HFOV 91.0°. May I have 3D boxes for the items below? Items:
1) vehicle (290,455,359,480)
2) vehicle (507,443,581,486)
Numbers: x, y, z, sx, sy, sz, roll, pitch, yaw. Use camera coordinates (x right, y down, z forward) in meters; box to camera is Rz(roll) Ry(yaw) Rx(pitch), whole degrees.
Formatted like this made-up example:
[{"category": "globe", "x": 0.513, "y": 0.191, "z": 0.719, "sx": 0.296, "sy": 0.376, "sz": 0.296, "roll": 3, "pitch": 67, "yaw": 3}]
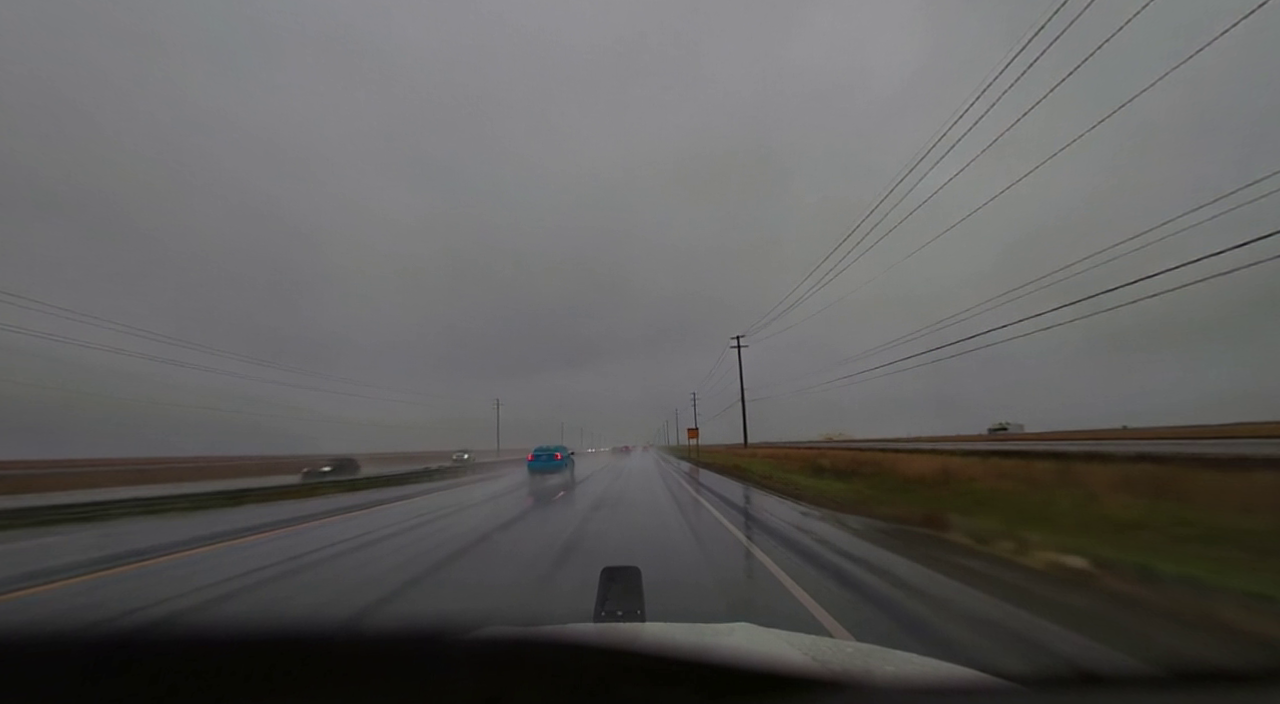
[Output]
[{"category": "vehicle", "x": -21.039, "y": 7.707, "z": 42.266, "sx": 1.942, "sy": 1.507, "sz": 4.968, "roll": 0, "pitch": -9, "yaw": 1}, {"category": "vehicle", "x": -3.647, "y": 4.363, "z": 24.747, "sx": 2.106, "sy": 1.543, "sz": 4.465, "roll": 0, "pitch": -9, "yaw": 1}]
